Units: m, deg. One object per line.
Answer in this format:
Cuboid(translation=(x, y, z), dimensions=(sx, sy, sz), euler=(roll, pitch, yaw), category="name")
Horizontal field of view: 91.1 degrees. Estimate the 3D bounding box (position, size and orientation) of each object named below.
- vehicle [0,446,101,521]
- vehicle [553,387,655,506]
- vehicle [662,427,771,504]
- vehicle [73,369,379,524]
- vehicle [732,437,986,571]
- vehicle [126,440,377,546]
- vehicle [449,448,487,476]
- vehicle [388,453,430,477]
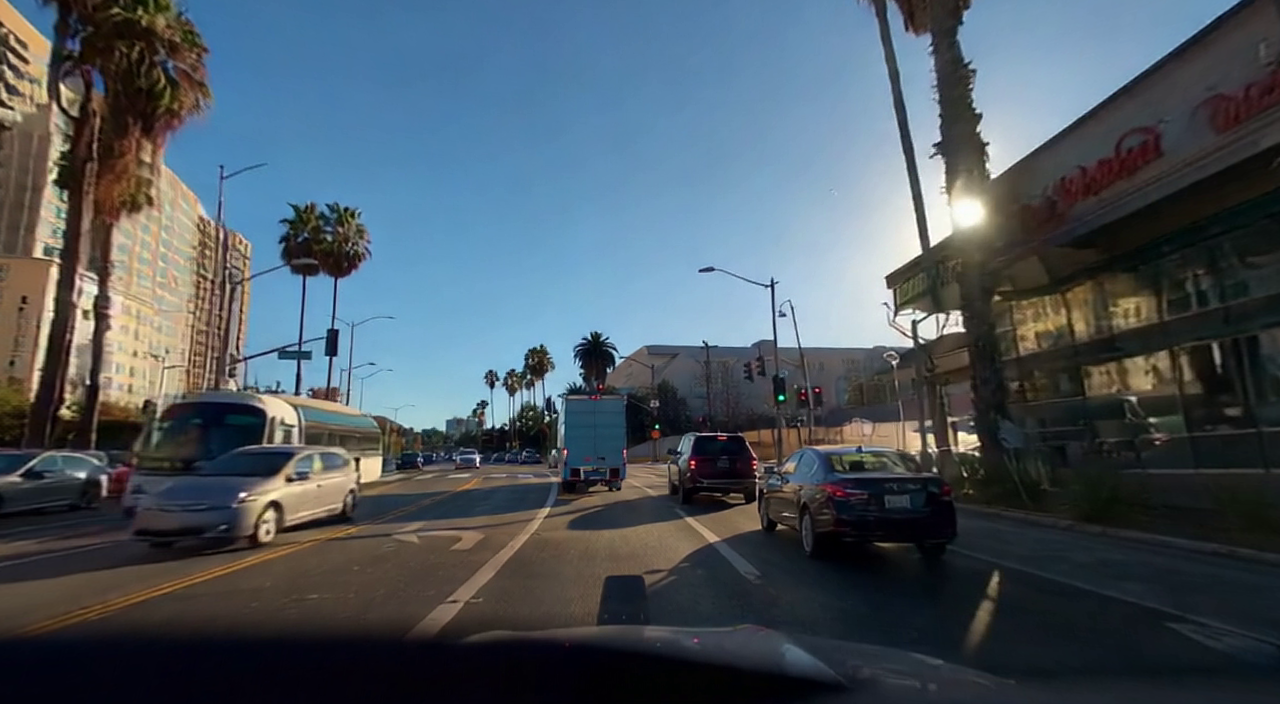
Cuboid(translation=(-15.610, 3.097, 14.904), dimensions=(1.965, 1.679, 4.455), euler=(1, -8, -6), category="vehicle")
Cuboid(translation=(-1.253, 2.794, 18.705), dimensions=(2.517, 2.926, 6.177), euler=(1, -9, -7), category="vehicle")
Cuboid(translation=(2.066, 3.312, 18.868), dimensions=(2.157, 1.944, 5.423), euler=(1, -9, -5), category="vehicle")
Cuboid(translation=(-11.593, 2.936, 19.780), dimensions=(2.996, 3.432, 11.265), euler=(1, -8, -6), category="vehicle")
Cuboid(translation=(2.873, 2.100, 9.604), dimensions=(1.978, 1.507, 4.636), euler=(0, -9, -3), category="vehicle")
Cuboid(translation=(-6.755, 2.446, 11.632), dimensions=(2.170, 1.555, 4.187), euler=(0, -9, -4), category="vehicle")
Cuboid(translation=(-11.230, 7.160, 41.168), dimensions=(2.058, 1.730, 4.466), euler=(2, -9, -12), category="vehicle")
Cuboid(translation=(-15.999, 7.833, 43.682), dimensions=(1.975, 1.503, 4.533), euler=(1, -9, -11), category="vehicle")
